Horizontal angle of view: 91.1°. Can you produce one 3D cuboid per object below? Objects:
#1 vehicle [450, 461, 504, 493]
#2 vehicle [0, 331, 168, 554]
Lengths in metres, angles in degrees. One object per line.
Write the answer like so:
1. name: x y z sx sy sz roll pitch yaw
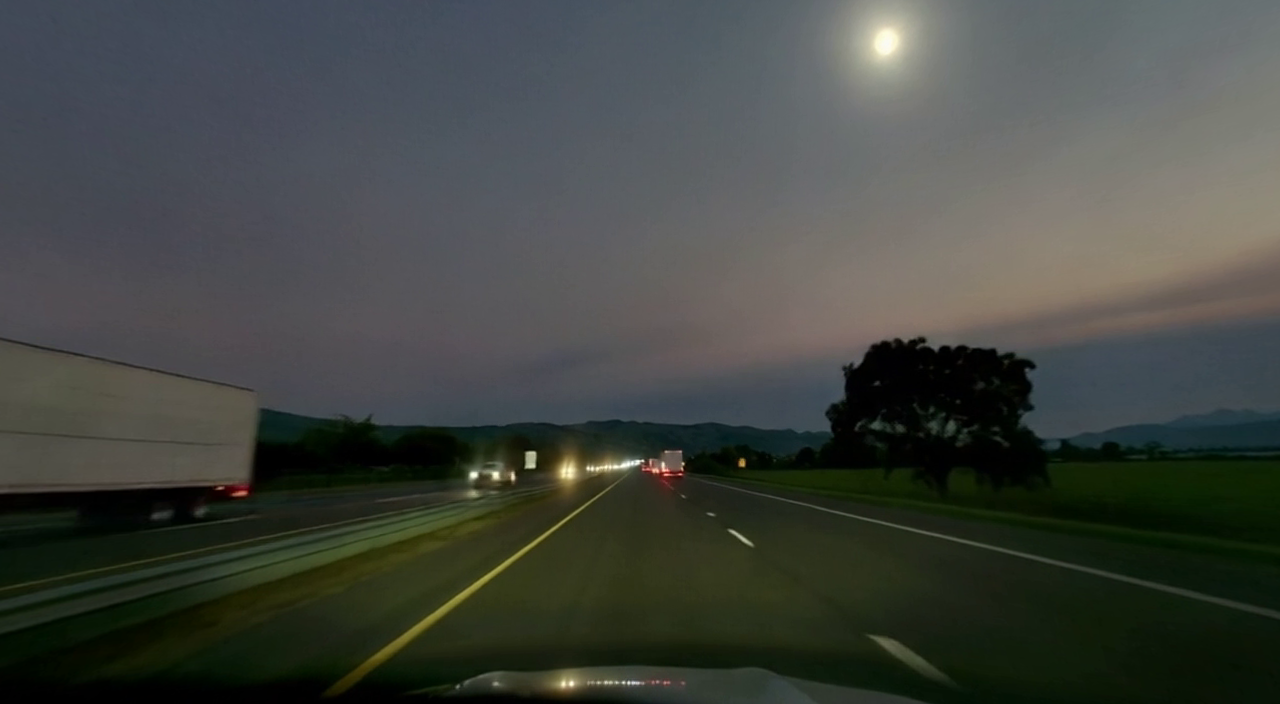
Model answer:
1. vehicle: -9.486 7.272 36.815 1.971 1.714 4.230 1 -10 0
2. vehicle: -13.478 1.109 8.659 2.913 4.108 14.085 1 -10 0
